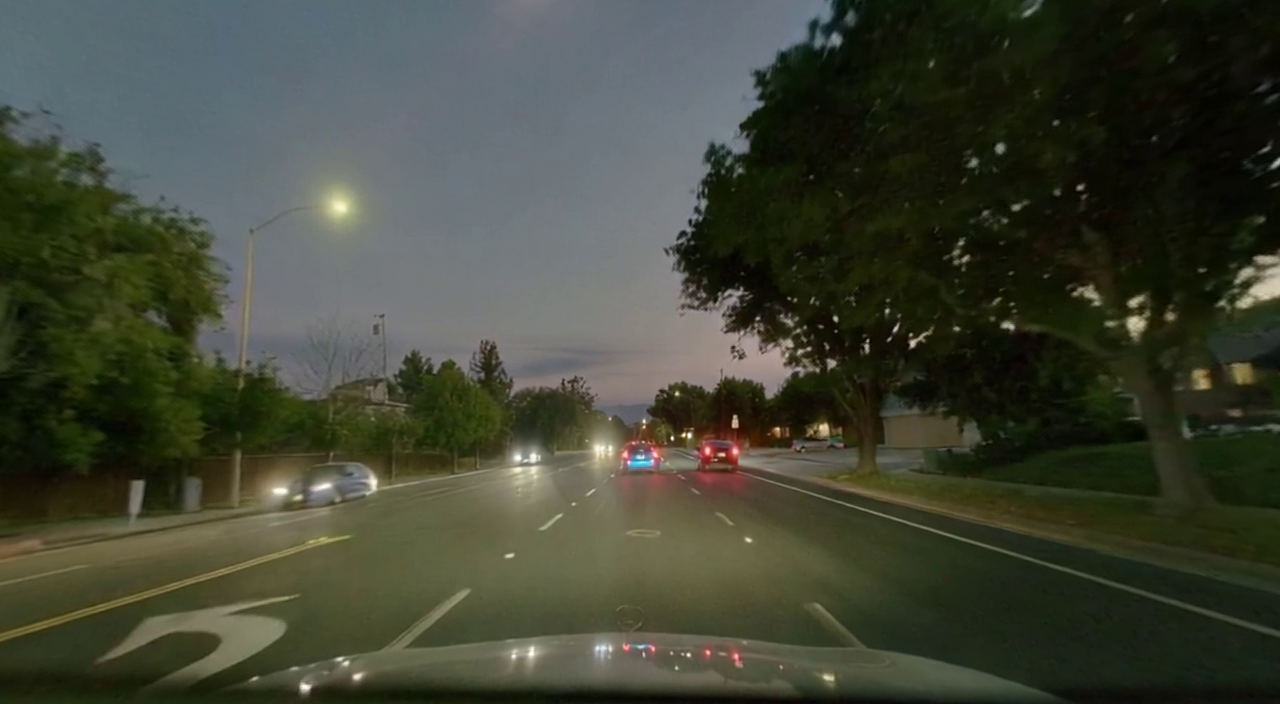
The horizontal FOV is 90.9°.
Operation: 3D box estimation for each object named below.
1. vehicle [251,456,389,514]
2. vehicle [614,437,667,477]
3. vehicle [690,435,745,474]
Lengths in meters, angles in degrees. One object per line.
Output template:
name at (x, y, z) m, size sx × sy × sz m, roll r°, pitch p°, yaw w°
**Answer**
vehicle at (-10.012, 4.148, 20.218) m, size 1.916 × 1.492 × 4.677 m, roll -2°, pitch -8°, yaw 1°
vehicle at (0.030, 4.699, 28.567) m, size 2.200 × 1.653 × 4.127 m, roll 0°, pitch -8°, yaw 0°
vehicle at (3.609, 4.877, 30.197) m, size 2.024 × 1.711 × 4.512 m, roll 0°, pitch -8°, yaw -1°
